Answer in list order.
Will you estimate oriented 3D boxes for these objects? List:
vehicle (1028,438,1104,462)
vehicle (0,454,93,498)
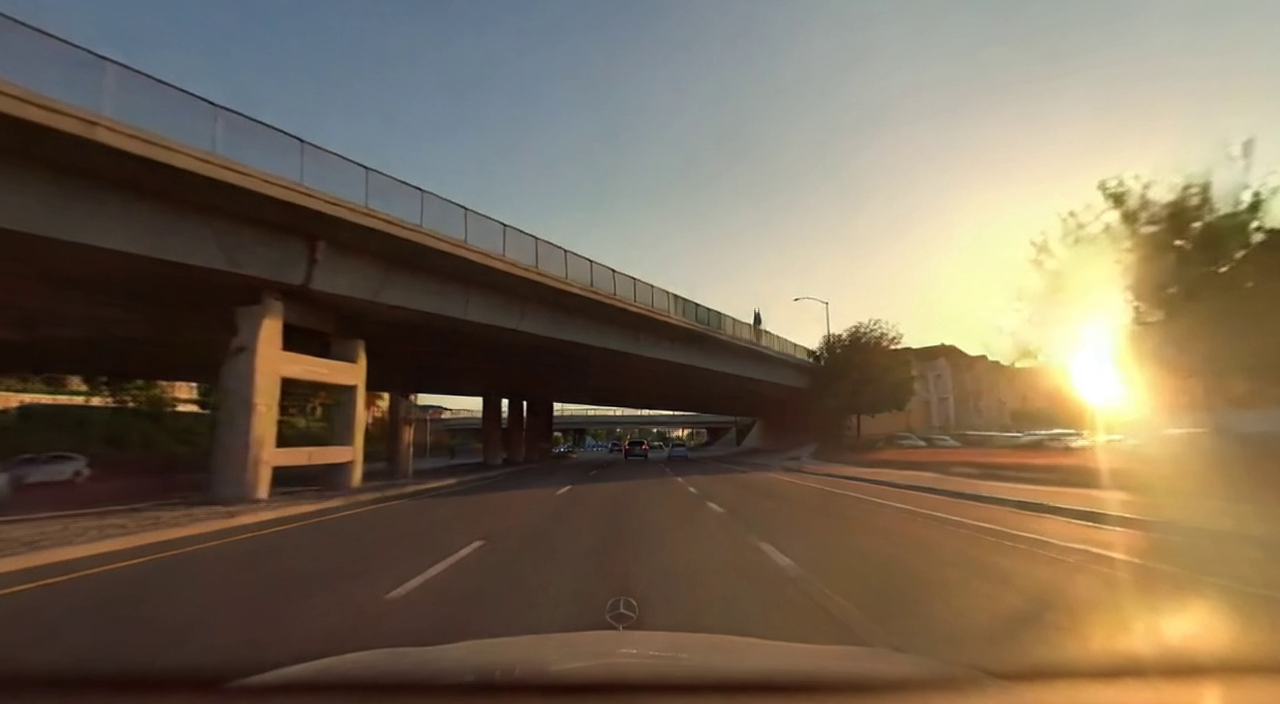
[{"bbox_3d":[33.679,7.753,49.994,4.571,1.685,2.006,-2,-9,-4],"label":"vehicle"},{"bbox_3d":[-27.684,5.521,28.540,1.922,1.738,4.748,0,-8,-4],"label":"vehicle"}]
